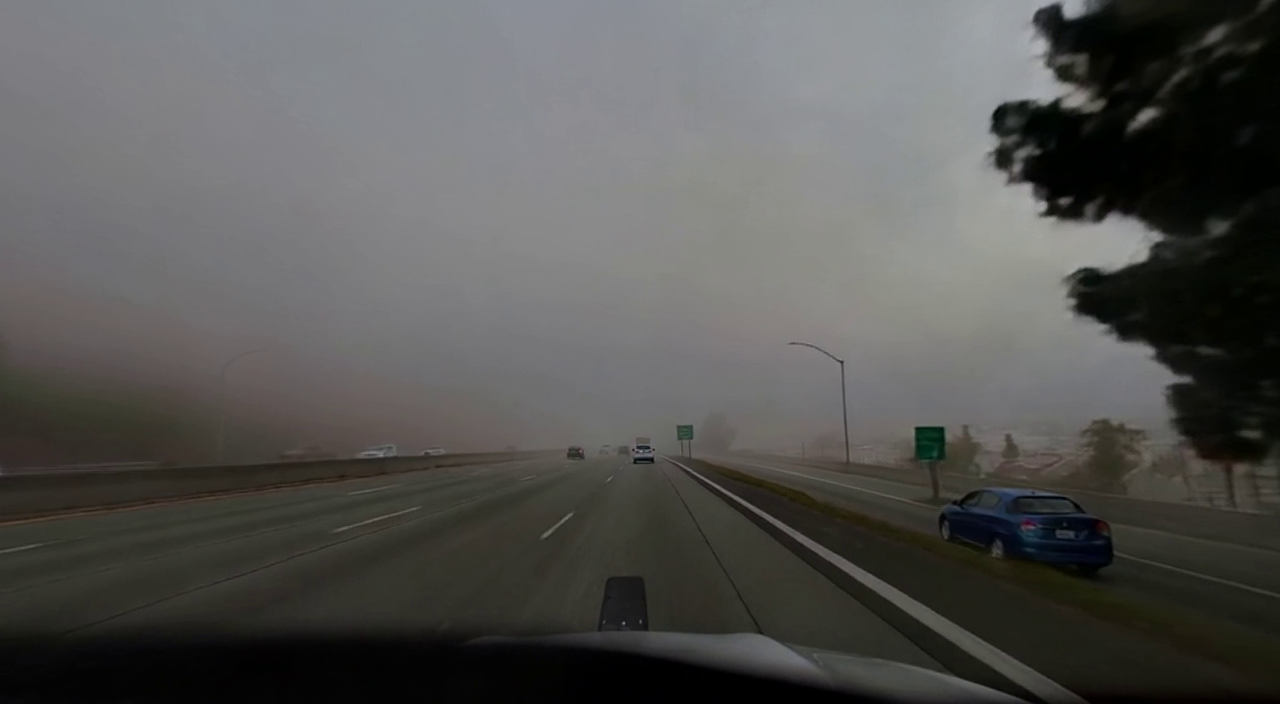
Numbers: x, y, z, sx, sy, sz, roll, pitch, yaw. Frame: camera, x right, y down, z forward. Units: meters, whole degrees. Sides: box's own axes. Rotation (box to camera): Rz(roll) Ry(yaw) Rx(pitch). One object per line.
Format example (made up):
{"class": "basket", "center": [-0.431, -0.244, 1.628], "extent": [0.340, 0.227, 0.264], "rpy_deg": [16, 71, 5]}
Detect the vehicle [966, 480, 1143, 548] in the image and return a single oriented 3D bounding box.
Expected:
{"class": "vehicle", "center": [16.036, 6.255, 25.002], "extent": [2.599, 1.962, 5.759], "rpy_deg": [1, -8, -7]}

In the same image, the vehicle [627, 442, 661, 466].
{"class": "vehicle", "center": [0.263, 6.546, 40.595], "extent": [2.051, 1.443, 3.770], "rpy_deg": [-1, -8, 1]}
